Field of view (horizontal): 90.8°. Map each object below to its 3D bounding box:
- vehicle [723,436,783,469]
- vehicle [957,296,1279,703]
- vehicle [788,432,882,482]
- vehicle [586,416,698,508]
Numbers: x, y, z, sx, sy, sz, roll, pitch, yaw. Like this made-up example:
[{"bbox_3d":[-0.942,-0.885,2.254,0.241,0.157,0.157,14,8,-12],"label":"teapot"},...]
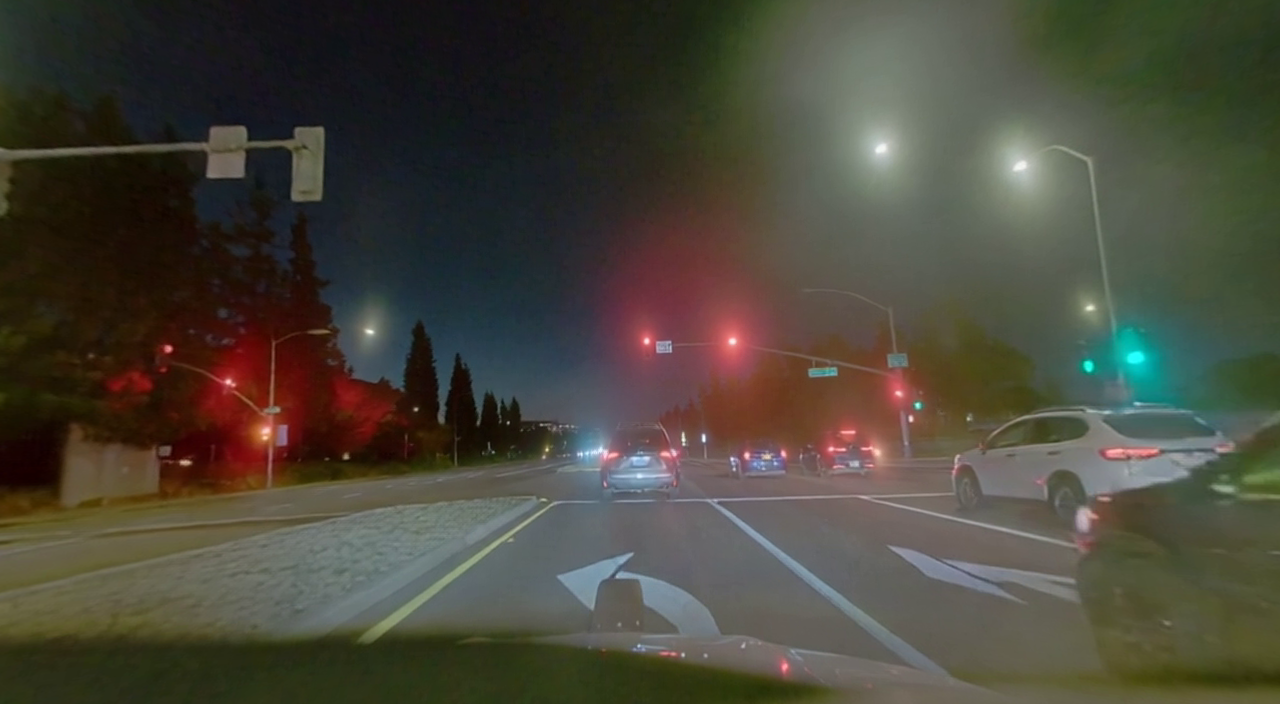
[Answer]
[{"bbox_3d":[6.514,5.899,37.066,2.440,1.775,4.791,0,-9,-2],"label":"vehicle"},{"bbox_3d":[3.470,0.647,2.149,2.057,1.788,5.216,0,-9,0],"label":"vehicle"},{"bbox_3d":[7.067,3.851,23.401,2.025,1.642,4.189,0,-9,-1],"label":"vehicle"},{"bbox_3d":[-0.002,2.626,15.403,2.353,1.894,4.122,0,-9,-1],"label":"vehicle"}]
